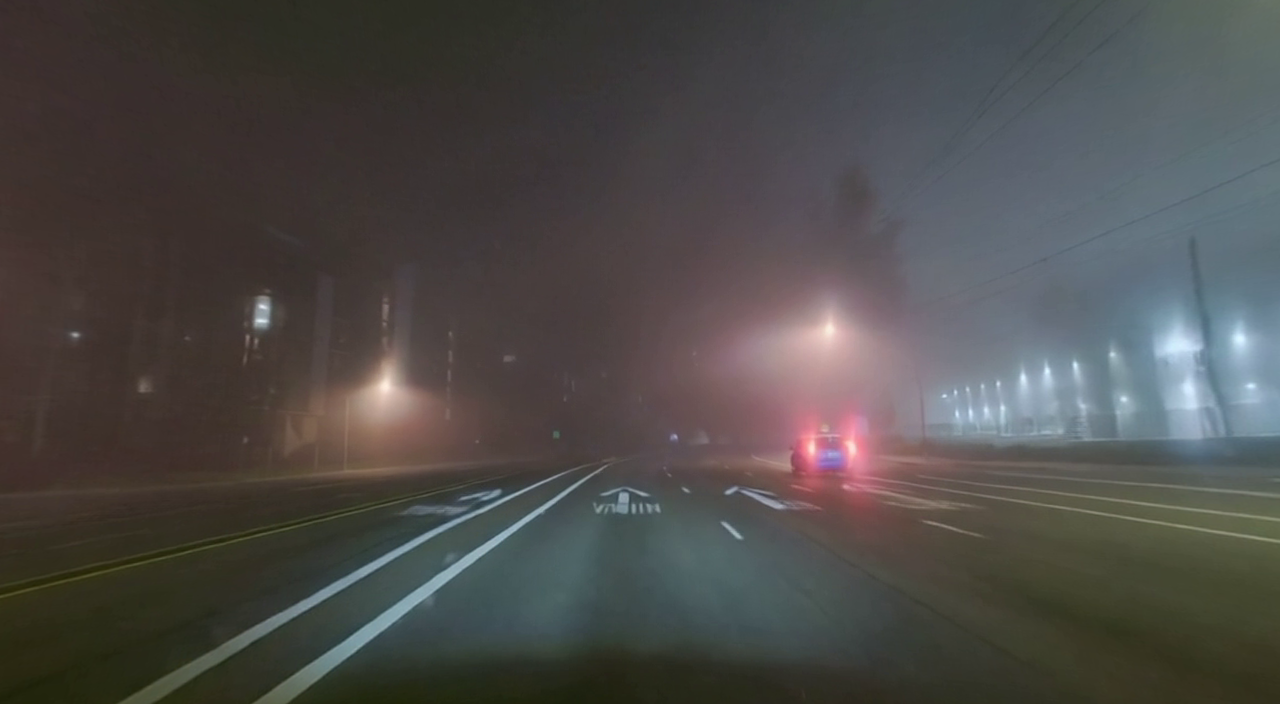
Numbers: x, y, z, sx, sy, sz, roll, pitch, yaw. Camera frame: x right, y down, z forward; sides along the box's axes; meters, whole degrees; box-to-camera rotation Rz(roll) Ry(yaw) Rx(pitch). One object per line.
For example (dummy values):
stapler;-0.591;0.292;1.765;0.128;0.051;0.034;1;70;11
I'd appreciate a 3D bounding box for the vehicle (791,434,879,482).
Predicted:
vehicle;6.590;3.634;21.747;1.908;1.476;3.880;0;-9;2
